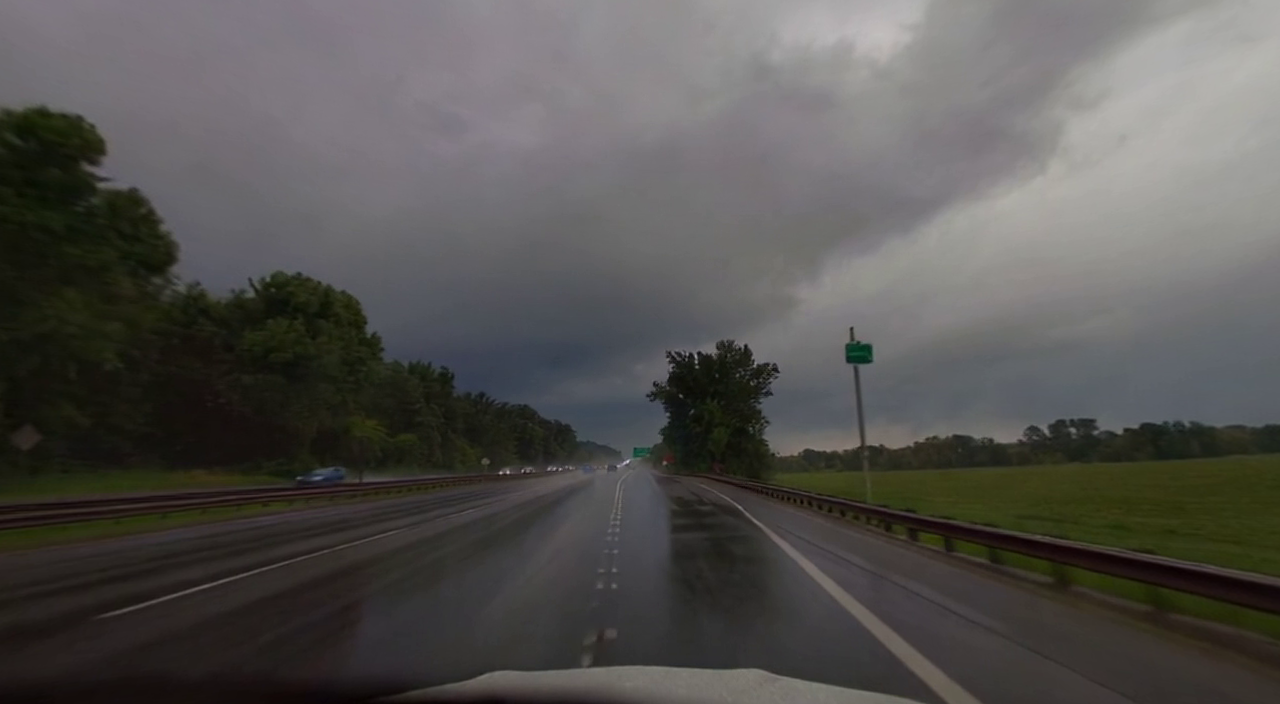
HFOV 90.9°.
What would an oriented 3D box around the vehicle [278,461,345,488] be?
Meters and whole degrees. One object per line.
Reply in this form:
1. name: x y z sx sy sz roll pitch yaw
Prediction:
1. vehicle: -19.939 7.455 38.423 1.874 1.460 4.124 1 -10 -1
